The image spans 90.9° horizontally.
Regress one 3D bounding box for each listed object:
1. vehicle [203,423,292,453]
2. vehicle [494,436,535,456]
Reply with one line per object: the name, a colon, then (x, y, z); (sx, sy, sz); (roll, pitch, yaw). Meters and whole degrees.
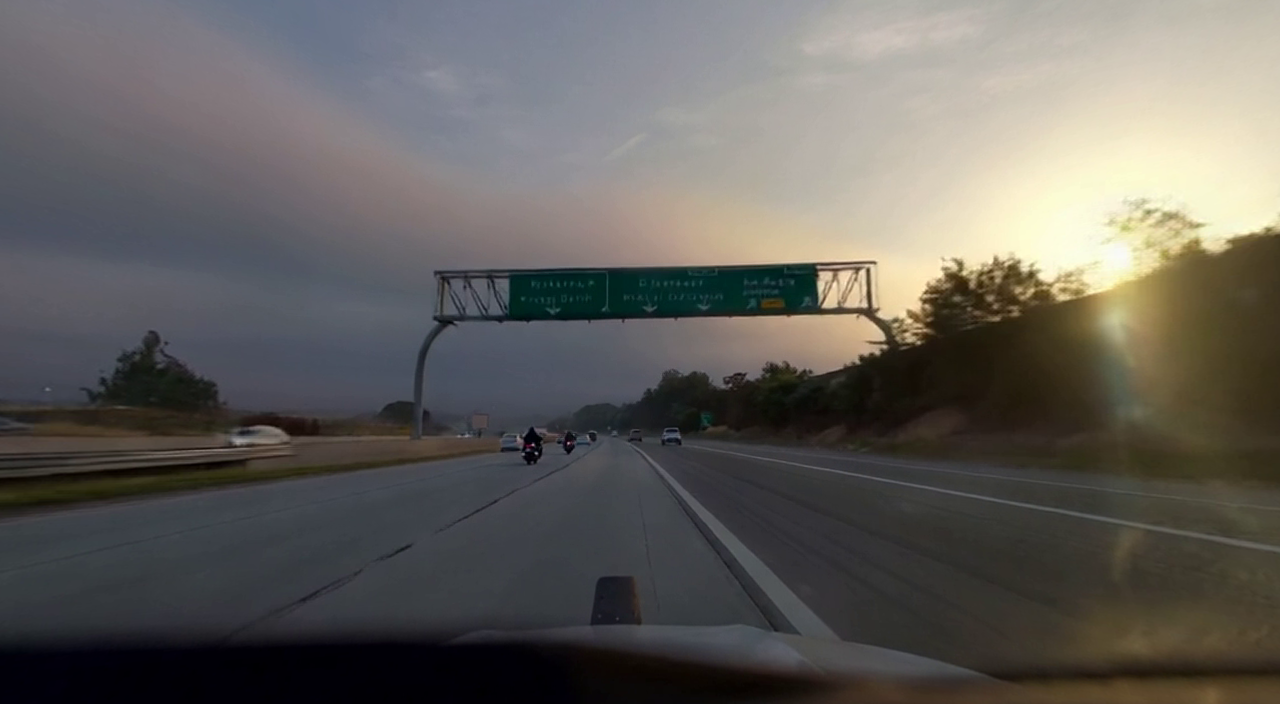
vehicle: (-20.925, 4.625, 33.871); (1.905, 1.523, 4.576); (0, -8, -1)
vehicle: (-9.307, 6.967, 47.103); (2.053, 1.409, 4.704); (0, -8, 0)
